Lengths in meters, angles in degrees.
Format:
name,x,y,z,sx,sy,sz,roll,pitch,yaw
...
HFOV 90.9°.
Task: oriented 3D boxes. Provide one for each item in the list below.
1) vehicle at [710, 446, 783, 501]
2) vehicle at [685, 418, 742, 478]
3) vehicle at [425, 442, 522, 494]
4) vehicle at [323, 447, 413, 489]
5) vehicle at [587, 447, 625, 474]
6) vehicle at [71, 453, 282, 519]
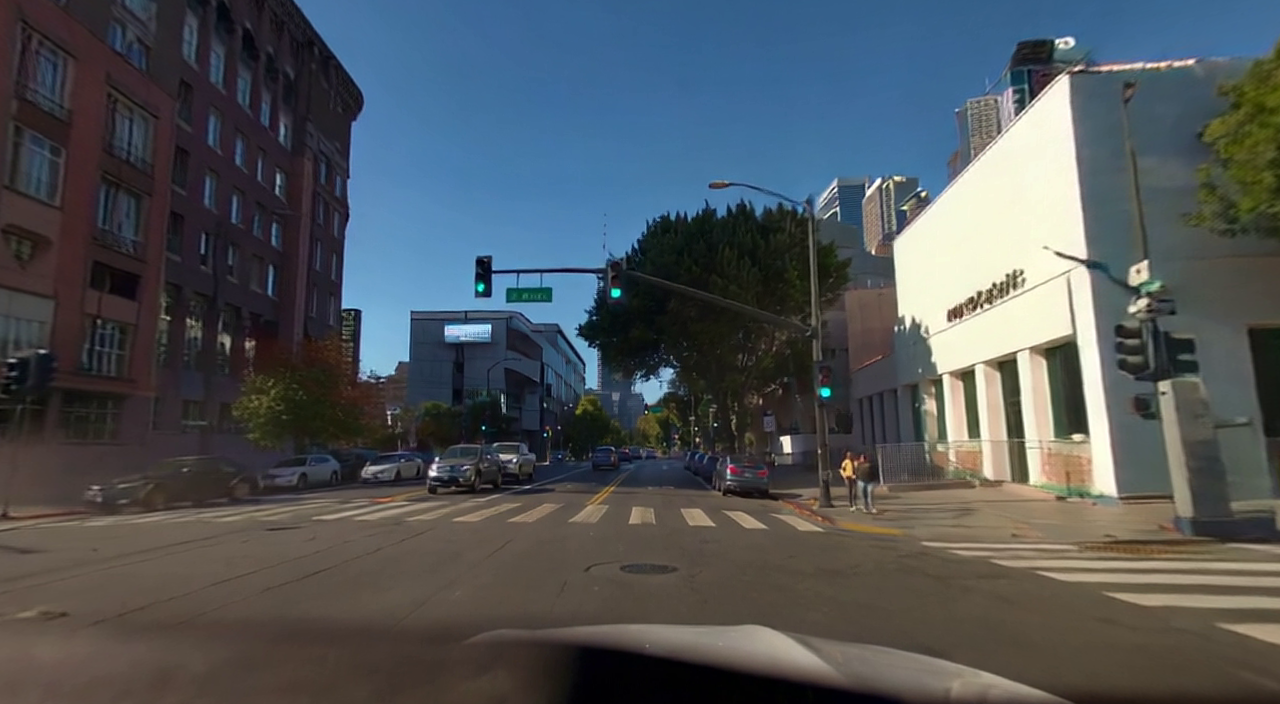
name,x,y,z,sx,sy,sz,roll,pitch,yaw
vehicle,3.775,4.358,23.050,1.924,1.765,3.954,0,-8,-1
vehicle,4.613,6.232,41.124,2.989,3.455,7.975,0,-8,2
vehicle,-5.436,3.808,21.158,1.942,1.559,4.298,0,-8,2
vehicle,-11.560,4.926,27.106,1.933,1.628,3.973,0,-8,2
vehicle,-1.986,6.464,37.779,1.973,1.496,3.713,0,-8,1
vehicle,-12.247,3.520,17.156,1.934,1.434,4.636,-1,-8,6
